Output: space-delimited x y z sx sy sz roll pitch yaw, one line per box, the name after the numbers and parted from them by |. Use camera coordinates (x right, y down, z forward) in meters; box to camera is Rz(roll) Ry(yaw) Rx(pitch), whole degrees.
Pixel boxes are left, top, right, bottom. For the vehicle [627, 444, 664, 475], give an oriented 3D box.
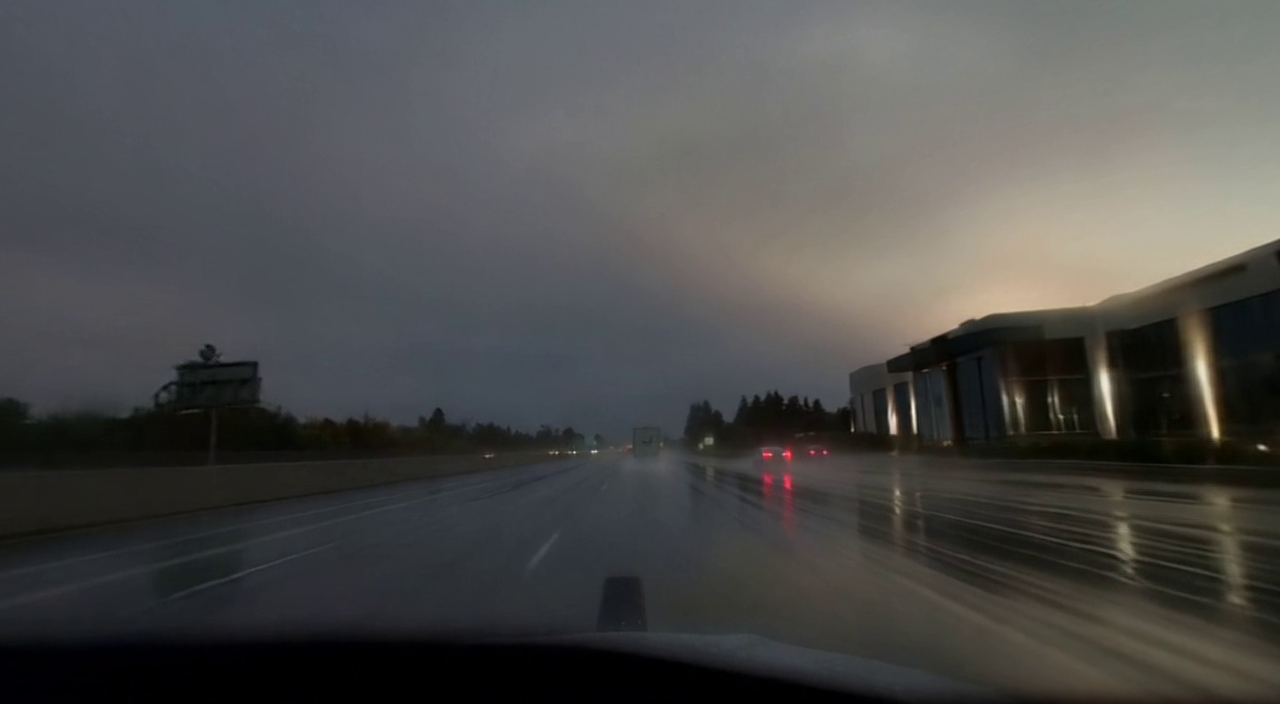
0.301 6.171 36.206 2.015 1.639 4.086 0 -9 0 | vehicle
